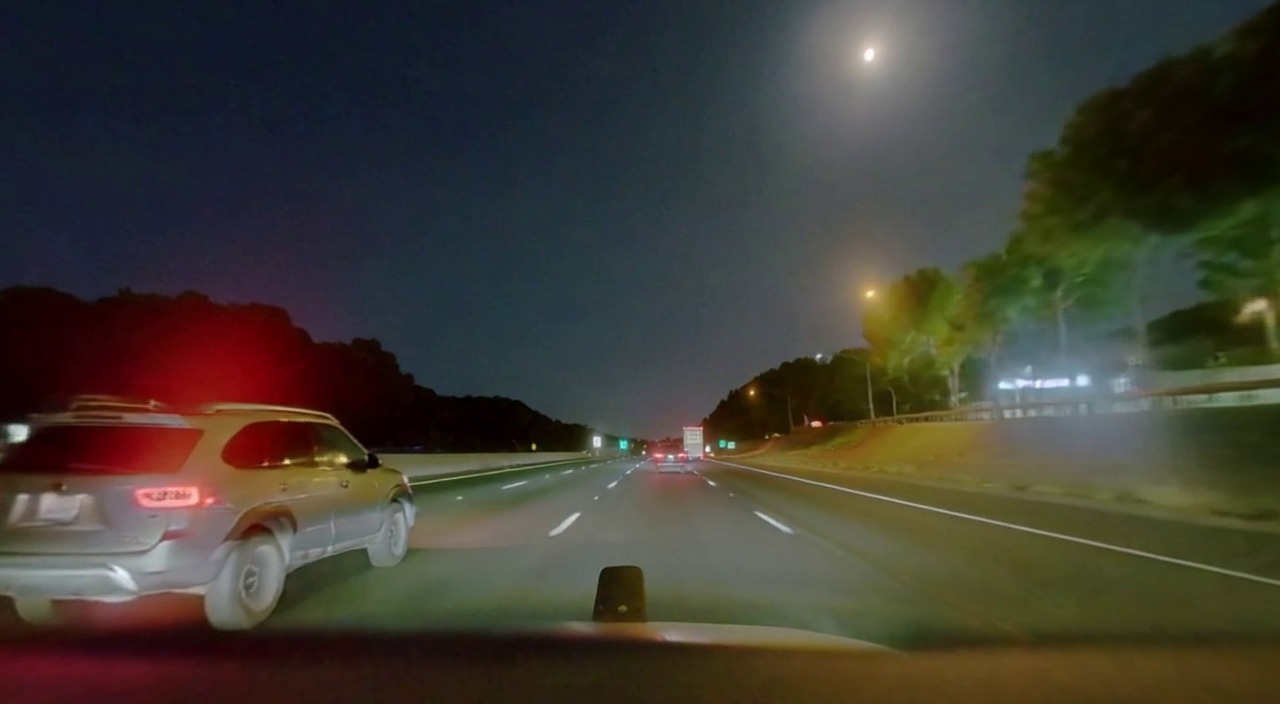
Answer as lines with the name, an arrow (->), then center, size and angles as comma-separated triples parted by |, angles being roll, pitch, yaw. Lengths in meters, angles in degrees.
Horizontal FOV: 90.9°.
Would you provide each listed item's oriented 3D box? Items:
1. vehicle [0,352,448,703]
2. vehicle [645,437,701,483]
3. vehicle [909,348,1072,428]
vehicle -> -3.461, 1.253, 5.338 | 2.139, 1.804, 4.611 | 0, -9, 1
vehicle -> 1.256, 4.390, 25.867 | 2.087, 1.682, 4.388 | 0, -9, 0
vehicle -> 25.146, 3.219, 47.175 | 3.528, 4.387, 16.822 | -1, -9, 4
